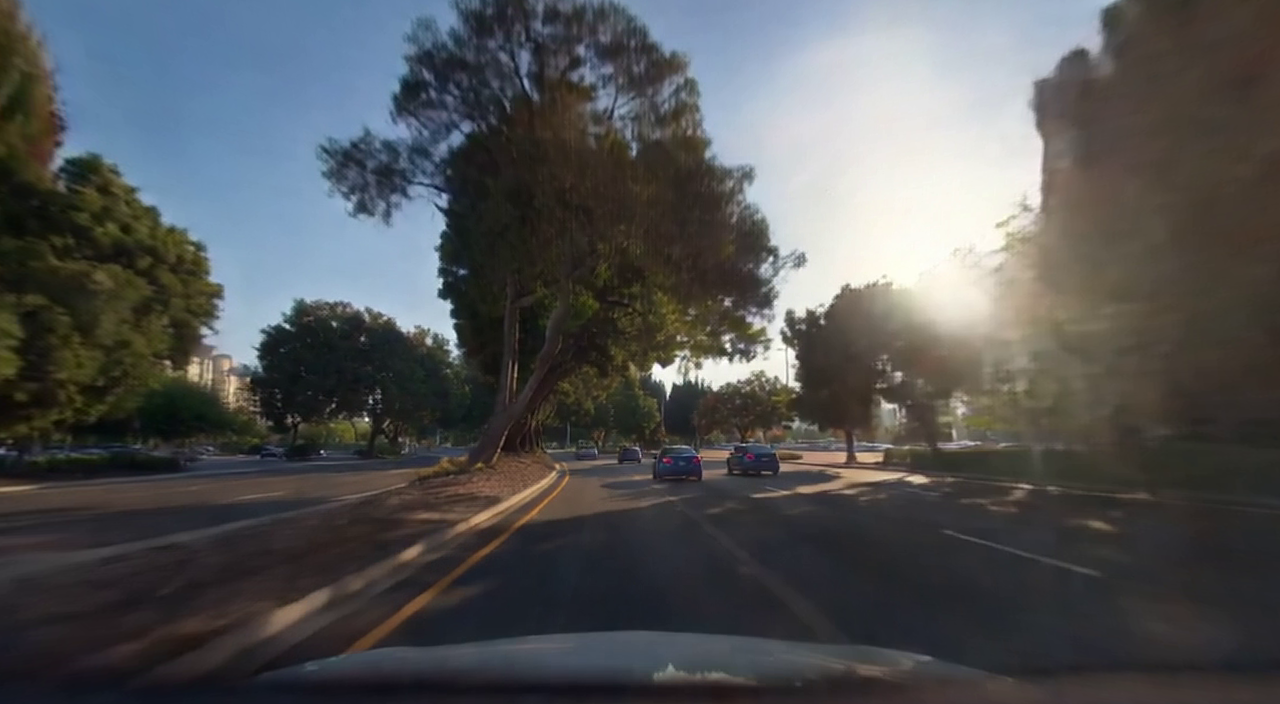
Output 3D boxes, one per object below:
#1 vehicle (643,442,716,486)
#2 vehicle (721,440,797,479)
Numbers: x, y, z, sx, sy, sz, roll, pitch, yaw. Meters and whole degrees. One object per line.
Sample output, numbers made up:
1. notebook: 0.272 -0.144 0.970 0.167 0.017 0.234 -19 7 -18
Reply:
1. vehicle: 1.376 4.132 23.646 2.077 1.464 4.134 0 -9 -6
2. vehicle: 4.866 4.459 26.385 1.901 1.474 4.363 0 -9 -6
